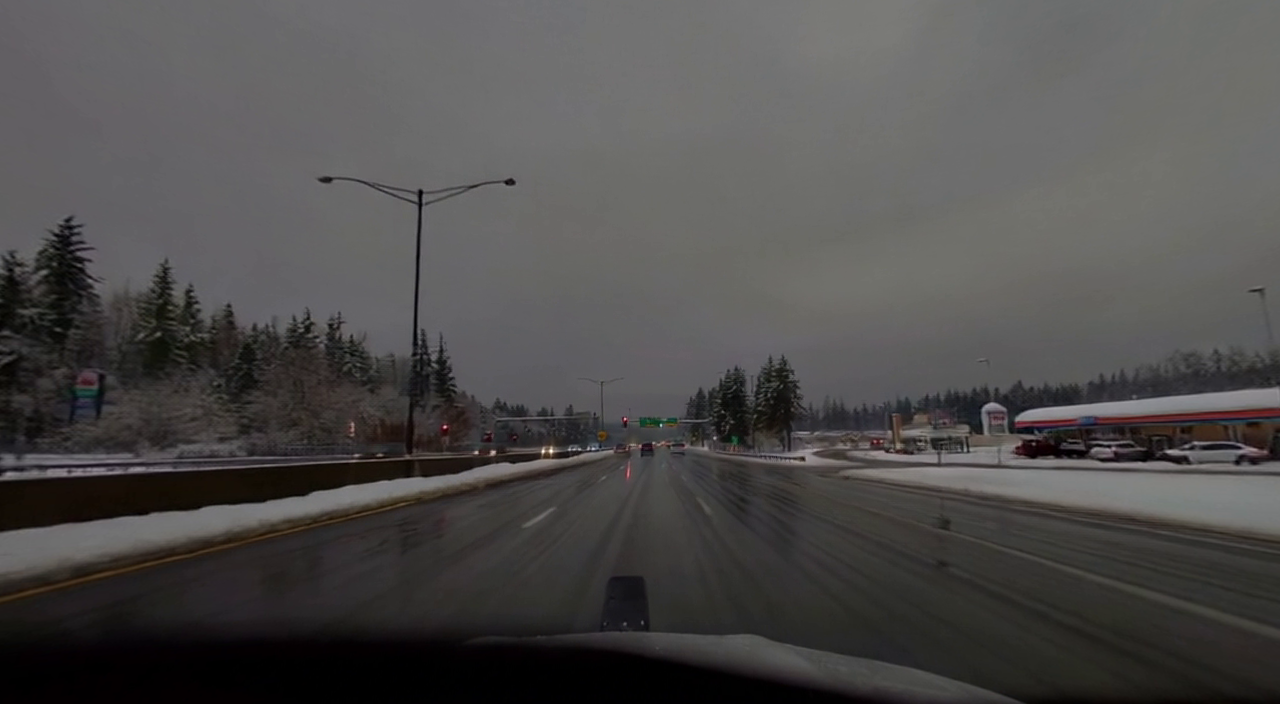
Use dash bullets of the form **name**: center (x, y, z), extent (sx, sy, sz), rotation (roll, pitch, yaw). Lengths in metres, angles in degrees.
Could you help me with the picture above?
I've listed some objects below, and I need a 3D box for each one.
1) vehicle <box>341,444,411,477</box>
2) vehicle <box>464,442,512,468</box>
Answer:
- **vehicle**: center (-12.962, 5.326, 31.198), extent (1.722, 1.510, 3.779), rotation (0, -8, 2)
- **vehicle**: center (-9.978, 6.774, 41.710), extent (2.059, 1.621, 4.269), rotation (0, -8, 1)
